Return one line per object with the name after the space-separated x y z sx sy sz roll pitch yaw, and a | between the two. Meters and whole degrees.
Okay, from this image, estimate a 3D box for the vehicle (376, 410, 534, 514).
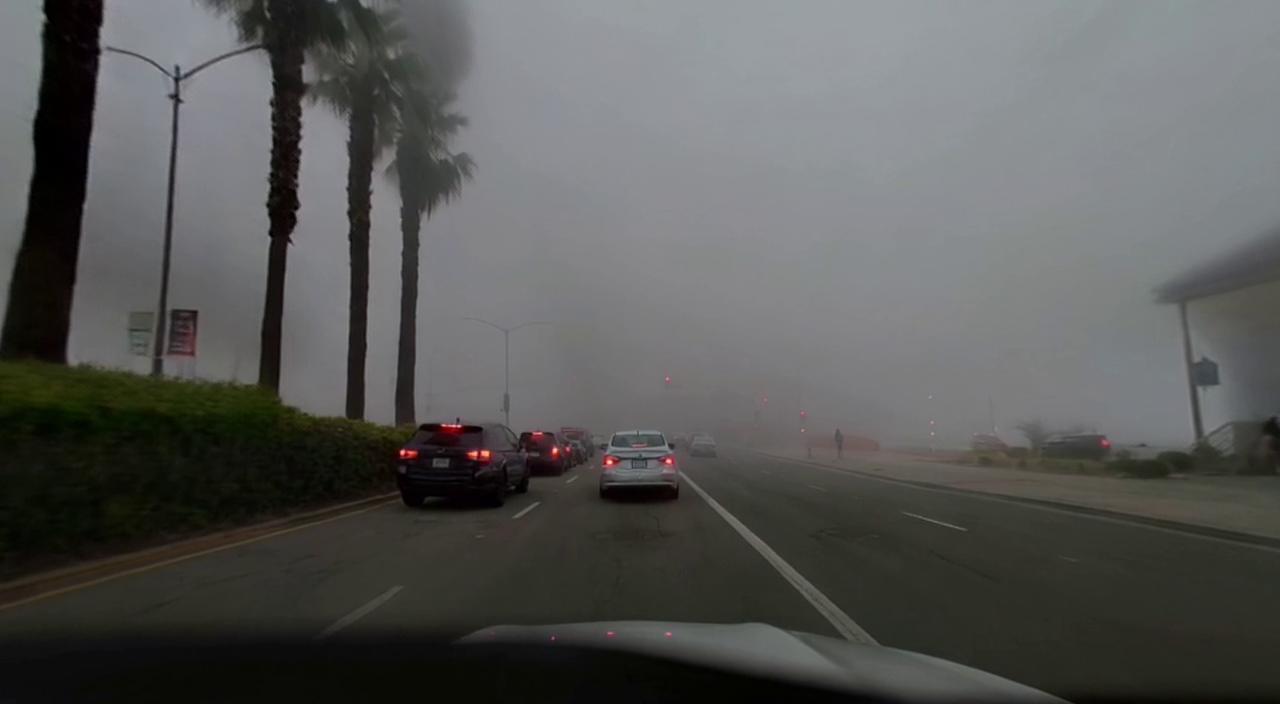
-3.486 2.172 12.852 1.914 1.741 4.398 0 -8 -1 | vehicle

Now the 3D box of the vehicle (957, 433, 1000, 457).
25.853 7.127 48.280 1.882 1.672 3.957 -2 -9 14 | vehicle

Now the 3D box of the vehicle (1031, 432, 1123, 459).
25.418 5.454 36.732 3.914 1.427 1.779 -2 -8 5 | vehicle

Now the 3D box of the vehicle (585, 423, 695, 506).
-0.015 2.483 14.318 2.114 1.585 4.285 0 -8 -1 | vehicle
